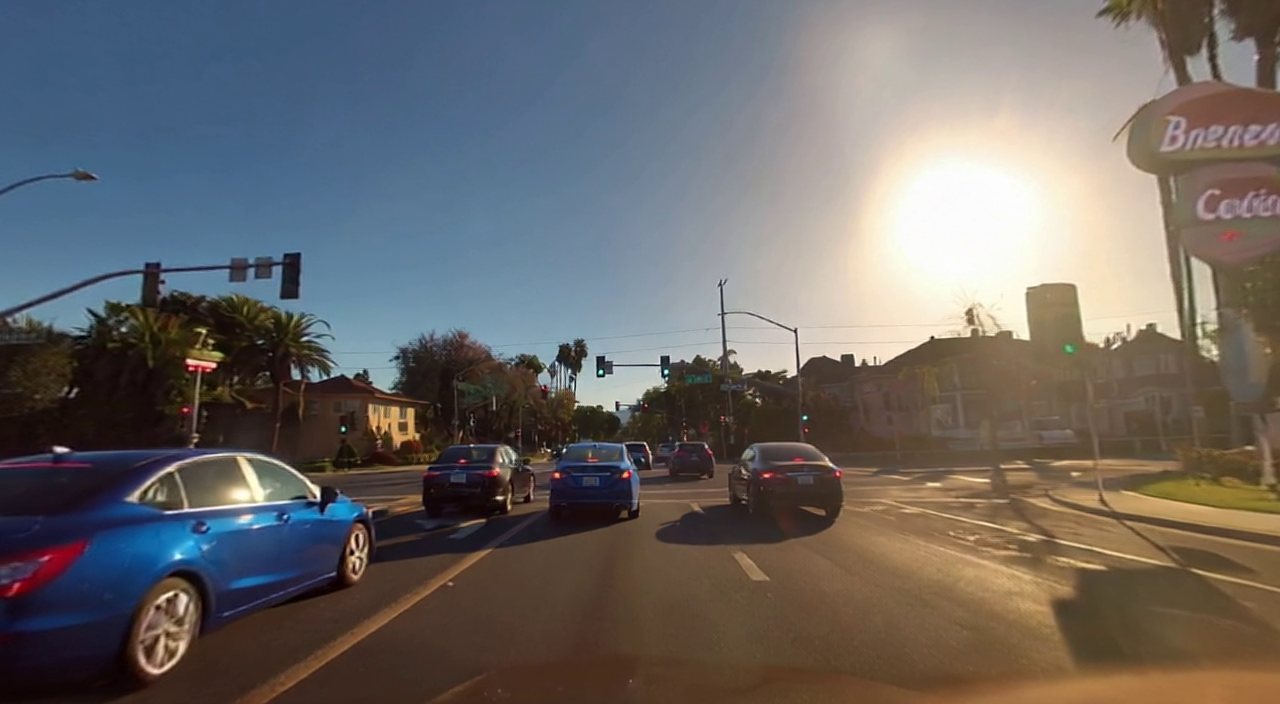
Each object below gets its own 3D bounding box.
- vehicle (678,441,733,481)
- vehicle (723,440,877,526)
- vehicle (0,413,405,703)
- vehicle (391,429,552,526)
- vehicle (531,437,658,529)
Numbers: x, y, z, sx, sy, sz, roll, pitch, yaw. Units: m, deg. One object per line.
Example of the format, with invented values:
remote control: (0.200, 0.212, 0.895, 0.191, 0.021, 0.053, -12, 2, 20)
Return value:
vehicle: (2.858, 4.839, 28.395, 1.956, 1.615, 4.205, 0, -8, -1)
vehicle: (3.059, 2.586, 13.136, 2.014, 1.464, 4.312, 0, -8, -1)
vehicle: (-3.669, 1.319, 4.747, 2.058, 1.474, 4.473, 0, -8, 0)
vehicle: (-3.339, 2.586, 13.601, 2.024, 1.701, 4.572, -1, -8, 2)
vehicle: (-0.738, 2.478, 12.501, 2.104, 1.500, 3.815, 0, -8, 1)
